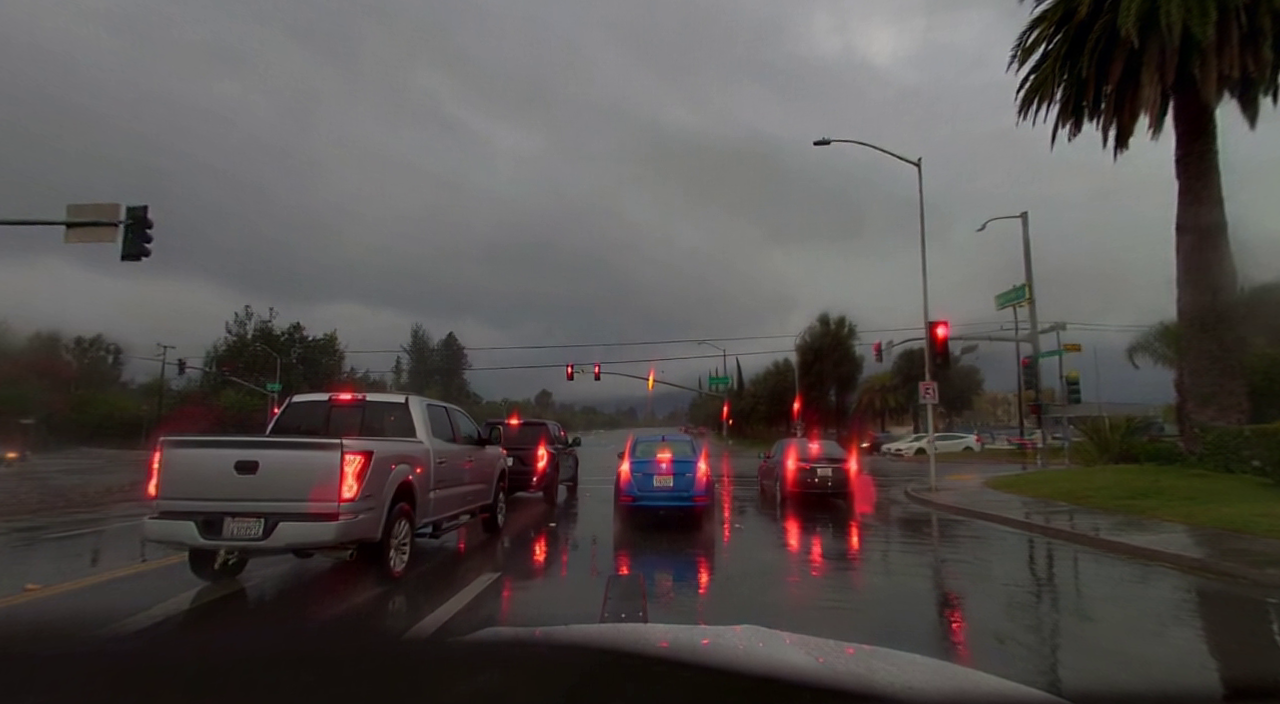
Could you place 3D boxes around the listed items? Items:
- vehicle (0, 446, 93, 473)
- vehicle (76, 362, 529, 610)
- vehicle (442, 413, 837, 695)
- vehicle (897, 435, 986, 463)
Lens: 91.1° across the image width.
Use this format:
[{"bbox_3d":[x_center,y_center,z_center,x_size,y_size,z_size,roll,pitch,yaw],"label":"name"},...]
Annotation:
[{"bbox_3d":[-37.093,6.636,38.855,4.576,1.617,1.937,0,-8,2],"label":"vehicle"},{"bbox_3d":[-3.228,1.477,7.917,2.330,1.969,5.626,-1,-8,3],"label":"vehicle"},{"bbox_3d":[0.030,1.398,5.531,2.122,1.501,4.152,0,-8,1],"label":"vehicle"},{"bbox_3d":[18.801,6.067,39.305,4.466,1.717,1.963,0,-8,2],"label":"vehicle"}]
